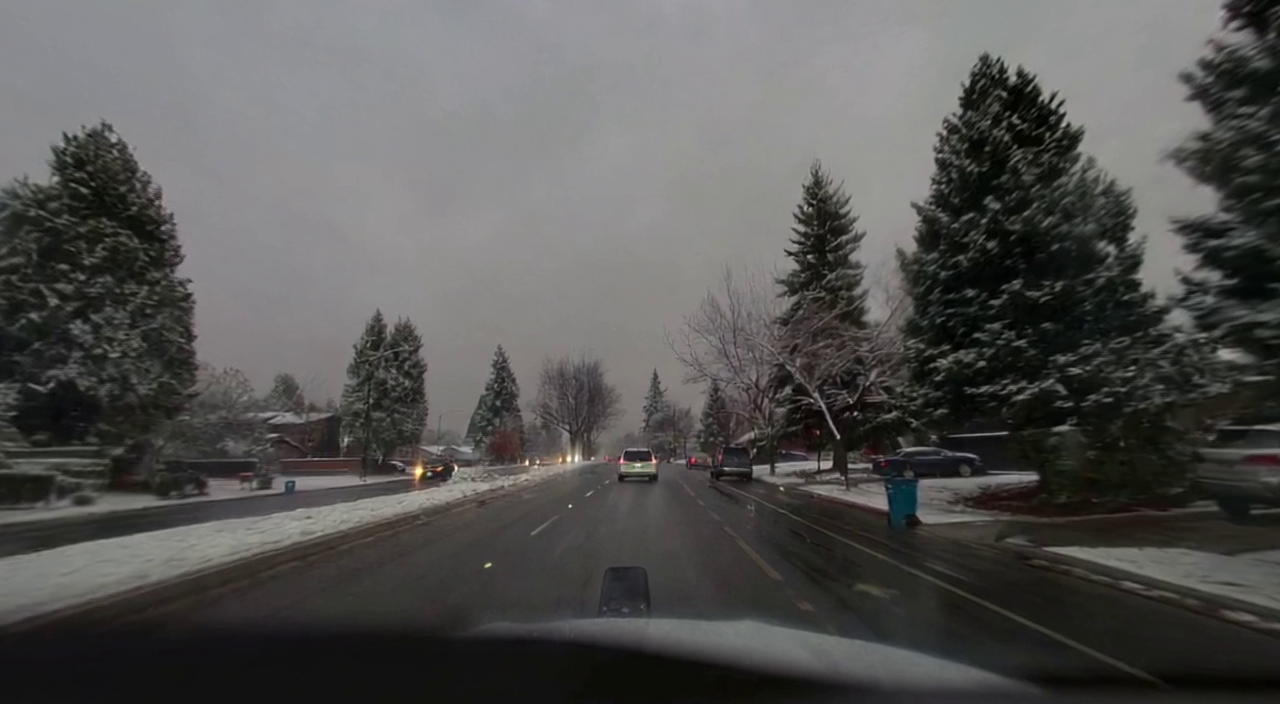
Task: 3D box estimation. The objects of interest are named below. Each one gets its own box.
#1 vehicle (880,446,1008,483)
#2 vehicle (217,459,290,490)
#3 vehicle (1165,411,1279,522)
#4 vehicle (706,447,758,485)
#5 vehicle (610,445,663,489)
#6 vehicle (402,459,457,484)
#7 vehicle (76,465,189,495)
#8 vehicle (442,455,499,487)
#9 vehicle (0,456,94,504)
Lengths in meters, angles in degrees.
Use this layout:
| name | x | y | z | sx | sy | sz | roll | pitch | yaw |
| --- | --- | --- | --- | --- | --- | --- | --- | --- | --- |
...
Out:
| name | x | y | z | sx | sy | sz | roll | pitch | yaw |
| --- | --- | --- | --- | --- | --- | --- | --- | --- | --- |
| vehicle | 12.546 | 4.647 | 26.215 | 4.297 | 1.478 | 1.866 | 0 | -8 | 0 |
| vehicle | -25.159 | 7.933 | 41.204 | 1.786 | 1.444 | 4.545 | -4 | -6 | 2 |
| vehicle | 12.806 | 2.002 | 11.229 | 4.888 | 1.773 | 2.245 | 0 | -8 | -2 |
| vehicle | 4.485 | 5.587 | 31.284 | 1.992 | 1.695 | 4.101 | 0 | -8 | 1 |
| vehicle | -0.132 | 4.752 | 26.408 | 2.024 | 1.655 | 4.301 | 0 | -8 | 0 |
| vehicle | -14.222 | 8.115 | 42.958 | 2.138 | 1.484 | 4.604 | 0 | -8 | 0 |
| vehicle | -26.807 | 6.747 | 33.389 | 4.416 | 1.449 | 1.833 | 0 | -8 | 1 |
| vehicle | -9.040 | 6.342 | 33.977 | 2.063 | 1.493 | 4.447 | 0 | -8 | -3 |
| vehicle | -25.812 | 5.299 | 26.355 | 4.032 | 1.790 | 1.925 | 1 | -8 | 0 |
